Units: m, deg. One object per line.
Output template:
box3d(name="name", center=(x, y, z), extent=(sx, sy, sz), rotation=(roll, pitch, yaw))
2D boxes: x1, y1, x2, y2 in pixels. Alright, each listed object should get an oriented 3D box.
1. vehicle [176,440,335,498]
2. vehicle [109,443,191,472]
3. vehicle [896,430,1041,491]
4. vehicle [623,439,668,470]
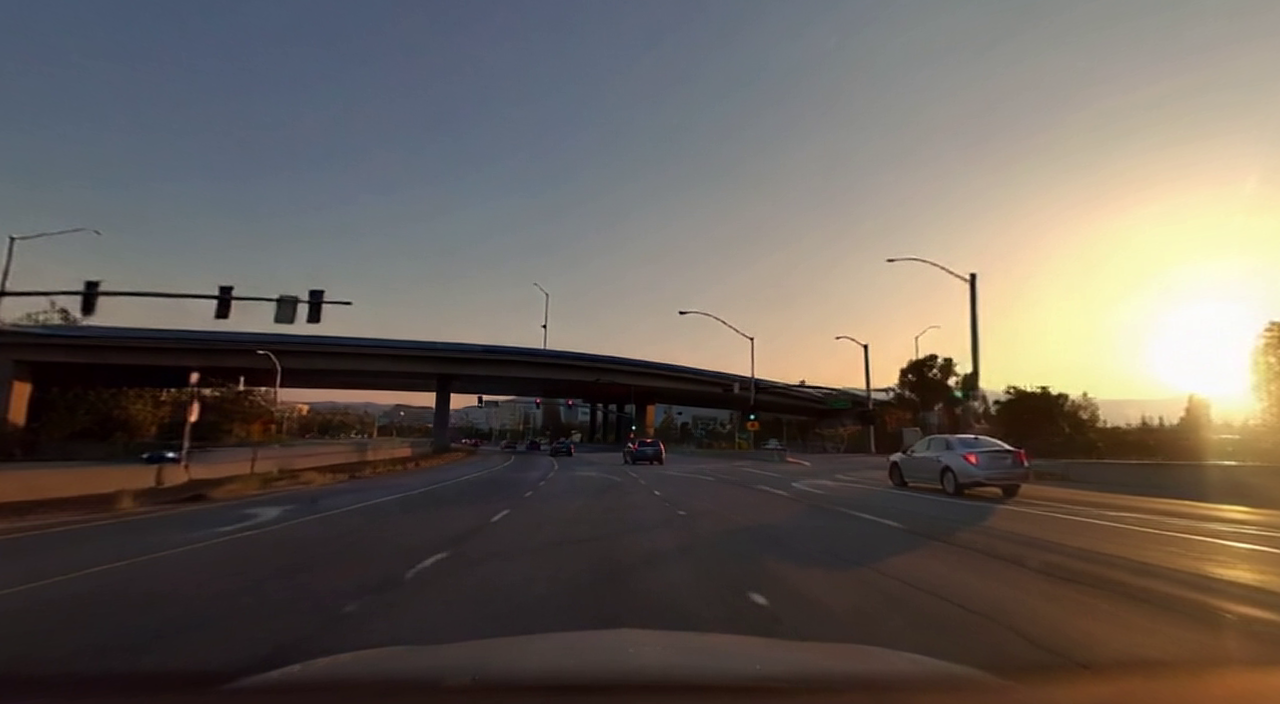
box3d(name="vehicle", center=(-12.169, 3.699, 20.469), extent=(2.399, 1.624, 4.585), rotation=(0, -9, -3))
box3d(name="vehicle", center=(-30.055, 6.468, 38.931), extent=(1.873, 1.627, 4.459), rotation=(1, -9, -8))
box3d(name="vehicle", center=(10.461, 3.488, 20.637), extent=(2.130, 1.741, 4.665), rotation=(0, -9, -1))
box3d(name="vehicle", center=(0.251, 6.015, 37.324), extent=(2.024, 1.724, 3.928), rotation=(1, -9, -8))
